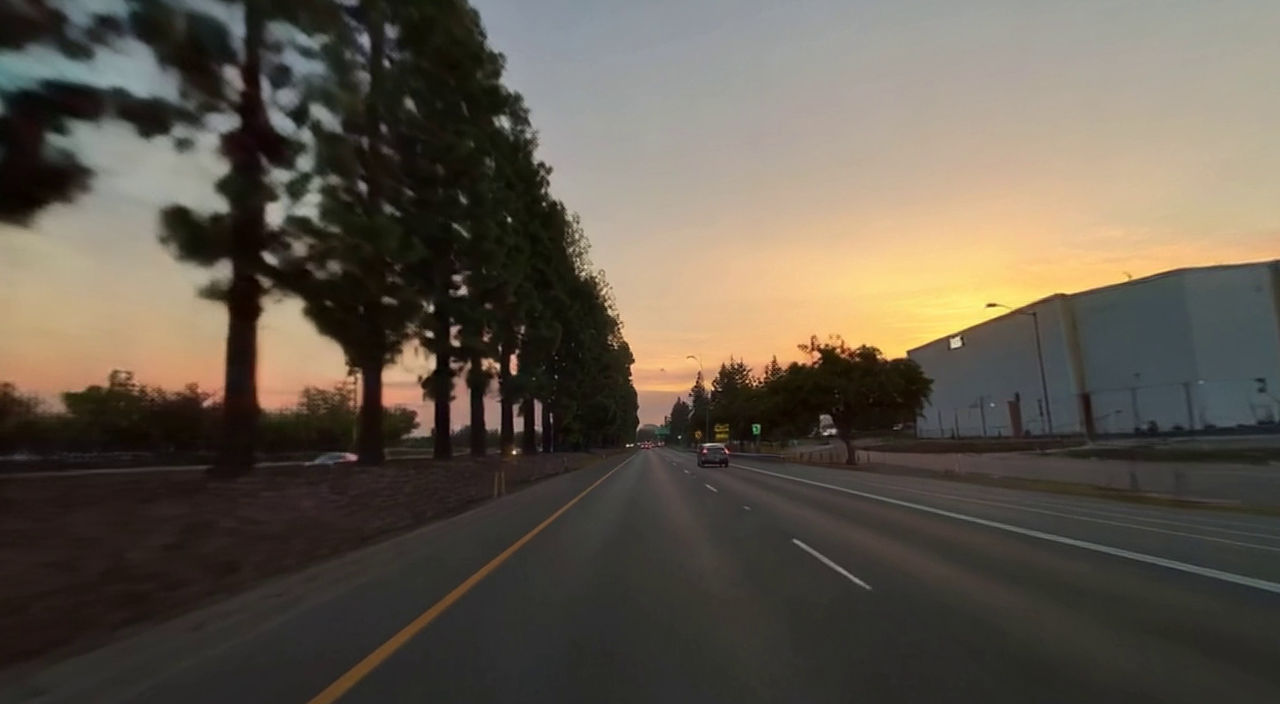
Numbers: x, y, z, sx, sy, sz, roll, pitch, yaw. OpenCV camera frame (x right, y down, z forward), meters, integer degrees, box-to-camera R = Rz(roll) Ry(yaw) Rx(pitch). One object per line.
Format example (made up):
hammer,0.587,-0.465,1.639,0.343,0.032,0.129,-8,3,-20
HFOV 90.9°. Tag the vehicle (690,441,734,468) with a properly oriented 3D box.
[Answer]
vehicle,4.229,6.100,37.678,2.062,1.518,4.026,0,-8,-1

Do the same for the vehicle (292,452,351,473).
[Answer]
vehicle,-24.102,8.360,47.895,1.897,1.462,4.861,0,-8,0
